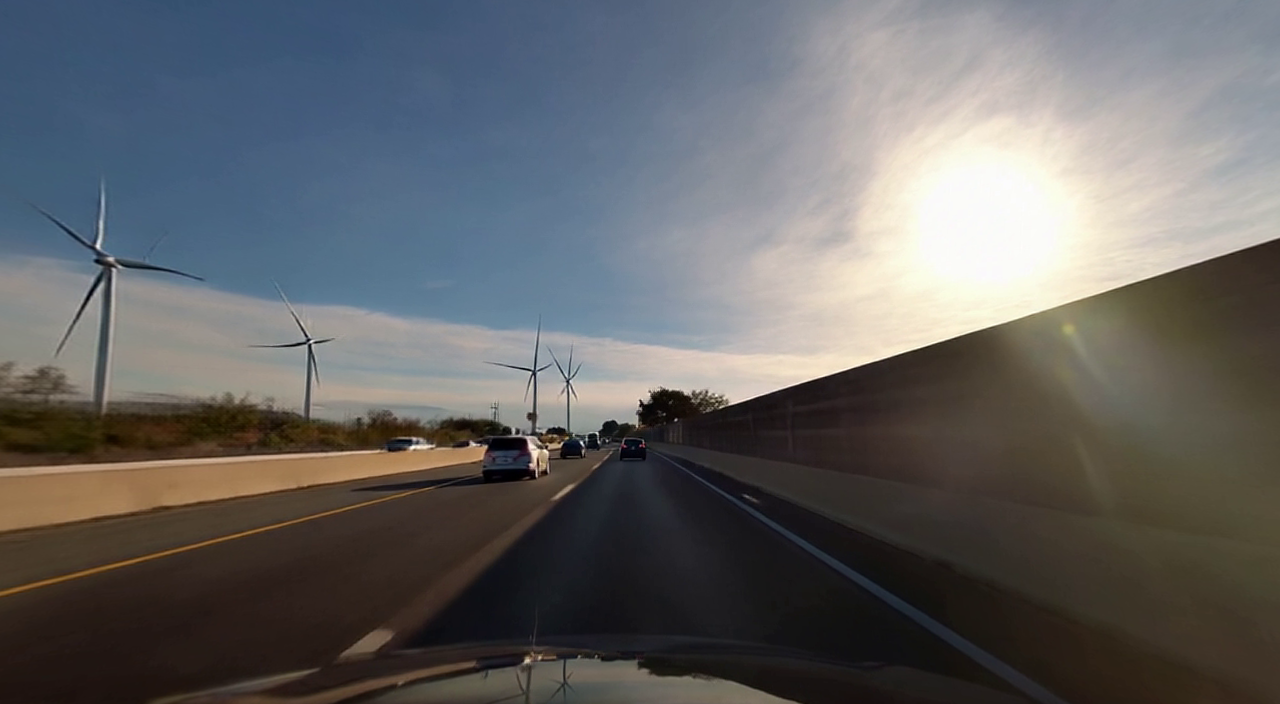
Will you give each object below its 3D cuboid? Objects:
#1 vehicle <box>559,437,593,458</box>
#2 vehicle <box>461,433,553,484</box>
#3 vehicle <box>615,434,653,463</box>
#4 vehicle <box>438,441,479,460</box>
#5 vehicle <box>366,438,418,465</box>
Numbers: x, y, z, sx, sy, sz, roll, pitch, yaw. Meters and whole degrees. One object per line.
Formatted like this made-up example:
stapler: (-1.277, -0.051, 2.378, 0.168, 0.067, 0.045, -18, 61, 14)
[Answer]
vehicle: (-4.564, 6.873, 45.300, 2.059, 1.436, 3.802, 0, -8, -1)
vehicle: (-4.215, 3.446, 20.796, 1.998, 1.468, 4.635, 0, -8, 0)
vehicle: (-0.376, 5.417, 35.486, 2.027, 1.550, 3.607, 0, -8, -1)
vehicle: (-14.129, 7.683, 49.294, 2.102, 1.424, 4.011, 0, -8, -1)
vehicle: (-18.450, 7.370, 47.120, 2.109, 1.898, 4.672, 0, -8, -1)
